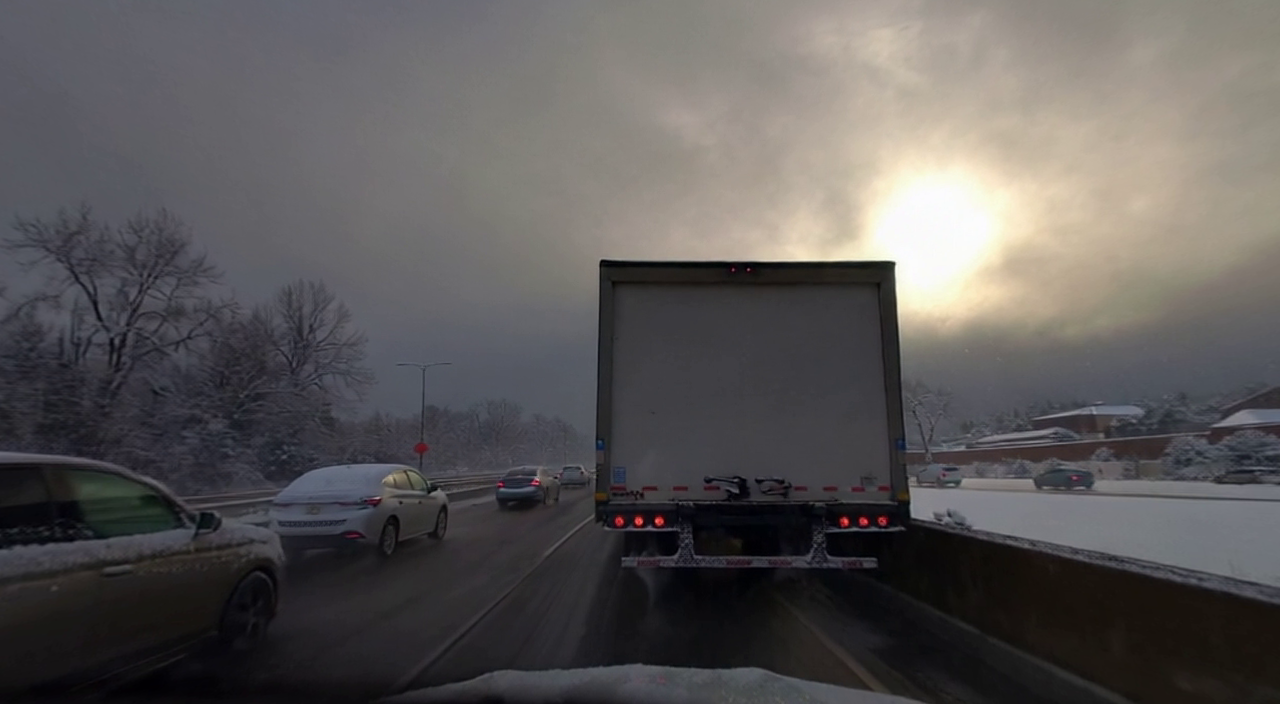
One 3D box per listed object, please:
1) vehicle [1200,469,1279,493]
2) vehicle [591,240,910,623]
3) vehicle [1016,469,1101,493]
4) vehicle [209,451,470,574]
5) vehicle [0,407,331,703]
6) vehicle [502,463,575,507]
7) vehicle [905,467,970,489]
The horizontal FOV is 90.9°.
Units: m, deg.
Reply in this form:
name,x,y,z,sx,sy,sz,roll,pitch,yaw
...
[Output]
name,x,y,z,sx,sy,sz,roll,pitch,yaw
vehicle,38.864,8.278,40.458,3.974,1.485,1.709,0,-11,3
vehicle,0.904,1.447,10.159,2.831,3.529,8.689,1,-11,-1
vehicle,27.893,8.584,42.158,4.299,1.465,1.807,-3,-11,19
vehicle,-4.303,2.389,10.020,1.946,1.469,4.431,1,-11,0
vehicle,-3.482,0.995,2.575,1.983,1.509,4.679,0,-11,1
vehicle,-3.724,5.001,23.967,1.964,1.482,4.371,0,-11,1
vehicle,22.030,9.297,46.658,4.107,1.485,1.796,-6,-13,32
